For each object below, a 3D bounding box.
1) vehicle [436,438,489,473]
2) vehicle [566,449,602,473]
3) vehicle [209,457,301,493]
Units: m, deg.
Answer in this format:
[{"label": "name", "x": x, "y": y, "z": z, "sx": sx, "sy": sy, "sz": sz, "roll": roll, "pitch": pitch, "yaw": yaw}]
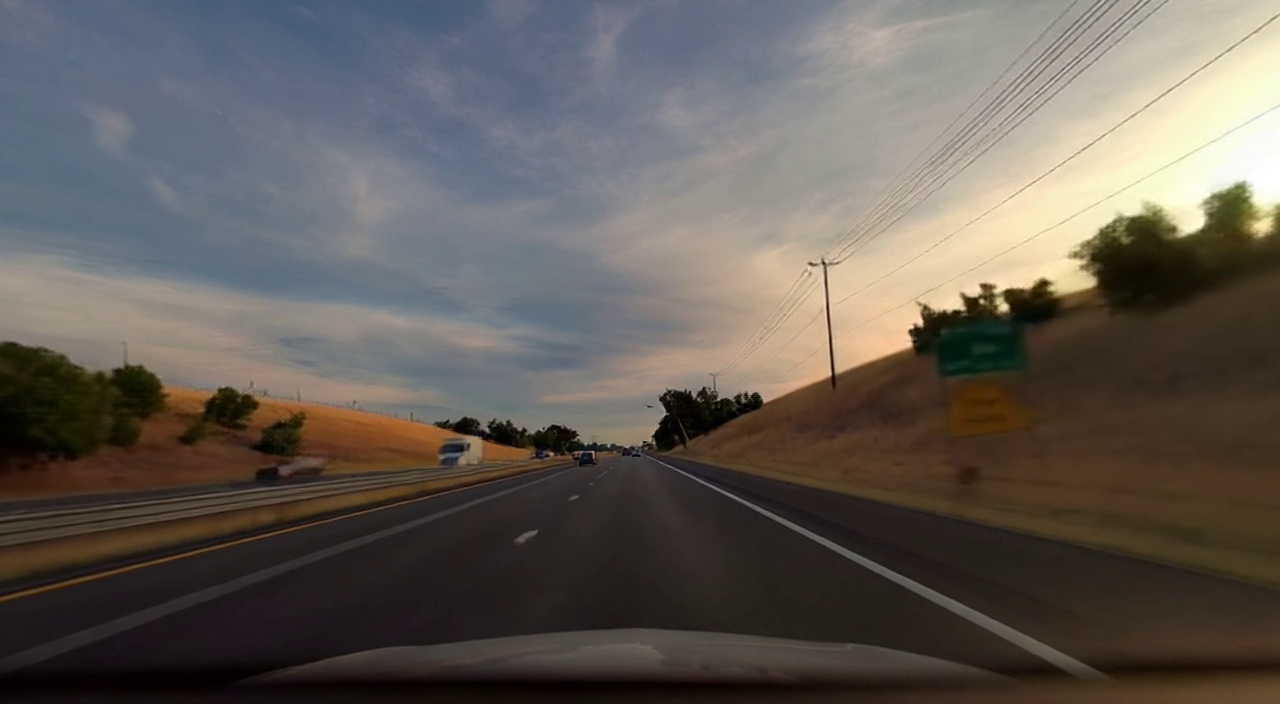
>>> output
[{"label": "vehicle", "x": -12.999, "y": 7.623, "z": 46.312, "sx": 2.329, "sy": 2.393, "sz": 5.349, "roll": 0, "pitch": -9, "yaw": 0}, {"label": "vehicle", "x": -3.824, "y": 7.546, "z": 43.591, "sx": 2.123, "sy": 1.545, "sz": 4.404, "roll": 0, "pitch": -9, "yaw": 0}, {"label": "vehicle", "x": -17.034, "y": 5.439, "z": 27.951, "sx": 1.778, "sy": 1.456, "sz": 3.688, "roll": 0, "pitch": -9, "yaw": 0}]
